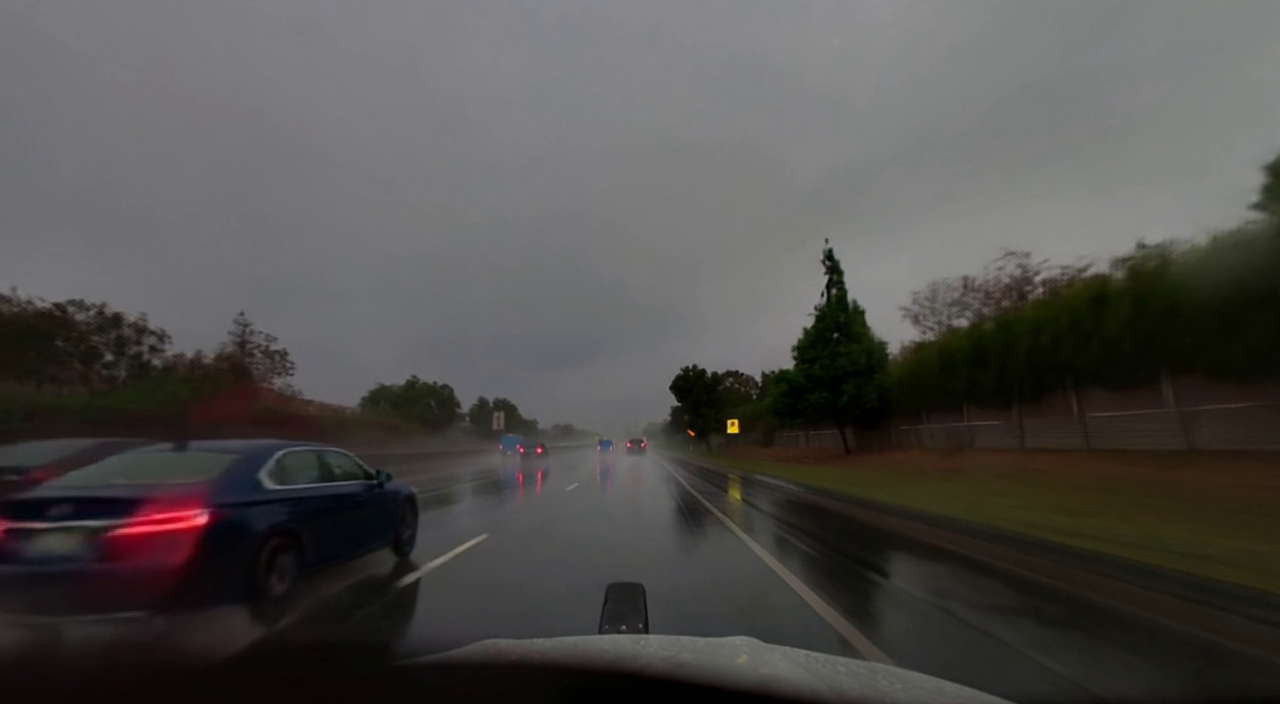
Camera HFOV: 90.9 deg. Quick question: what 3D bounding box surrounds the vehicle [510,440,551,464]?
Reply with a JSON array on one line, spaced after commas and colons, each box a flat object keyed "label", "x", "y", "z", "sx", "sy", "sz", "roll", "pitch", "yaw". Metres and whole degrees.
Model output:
[{"label": "vehicle", "x": -7.506, "y": 6.876, "z": 43.523, "sx": 2.014, "sy": 1.598, "sz": 4.015, "roll": 0, "pitch": -8, "yaw": 1}]

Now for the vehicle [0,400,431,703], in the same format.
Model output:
[{"label": "vehicle", "x": -3.526, "y": 1.292, "z": 4.829, "sx": 2.081, "sy": 1.514, "sz": 4.943, "roll": 0, "pitch": -8, "yaw": 1}]
